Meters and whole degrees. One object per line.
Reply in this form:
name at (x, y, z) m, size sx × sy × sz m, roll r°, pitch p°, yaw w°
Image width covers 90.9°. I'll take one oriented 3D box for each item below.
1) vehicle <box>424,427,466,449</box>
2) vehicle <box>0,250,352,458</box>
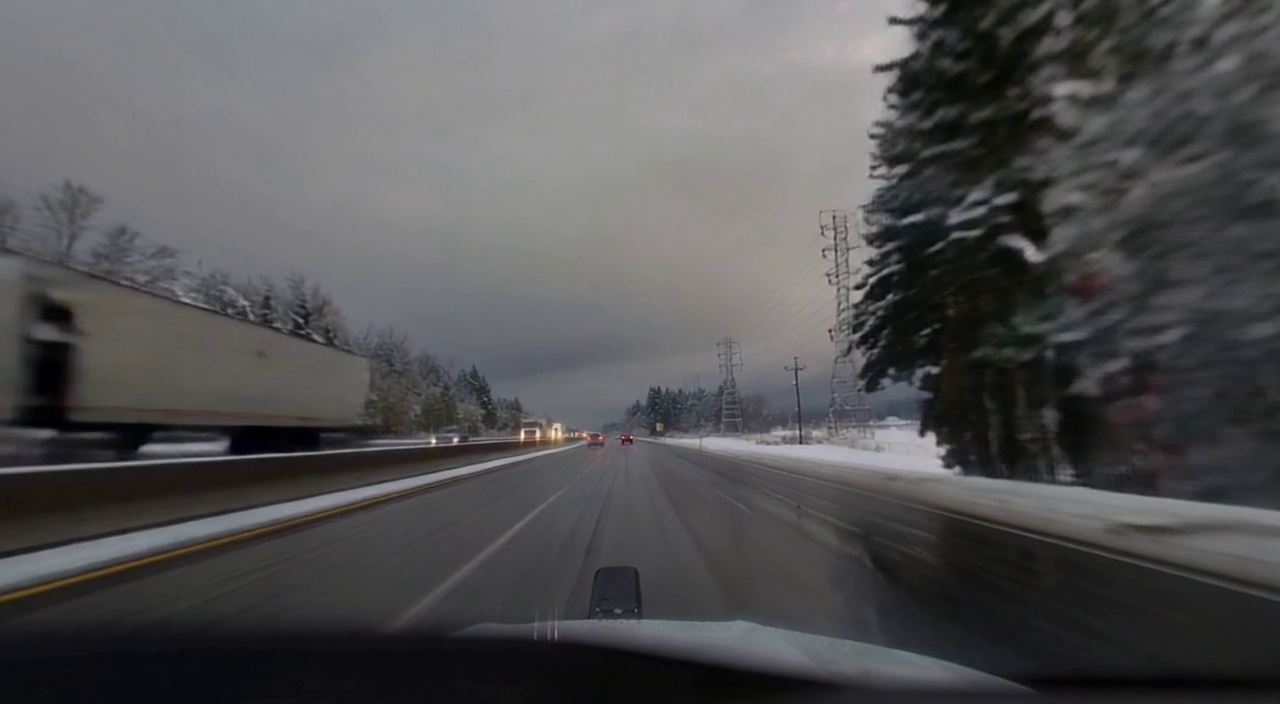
vehicle at (-13.717, 6.052, 44.366) m, size 1.838 × 1.491 × 3.446 m, roll 0°, pitch -8°, yaw 0°
vehicle at (-12.525, 0.887, 17.543) m, size 2.885 × 3.633 × 13.483 m, roll 0°, pitch -8°, yaw -1°
